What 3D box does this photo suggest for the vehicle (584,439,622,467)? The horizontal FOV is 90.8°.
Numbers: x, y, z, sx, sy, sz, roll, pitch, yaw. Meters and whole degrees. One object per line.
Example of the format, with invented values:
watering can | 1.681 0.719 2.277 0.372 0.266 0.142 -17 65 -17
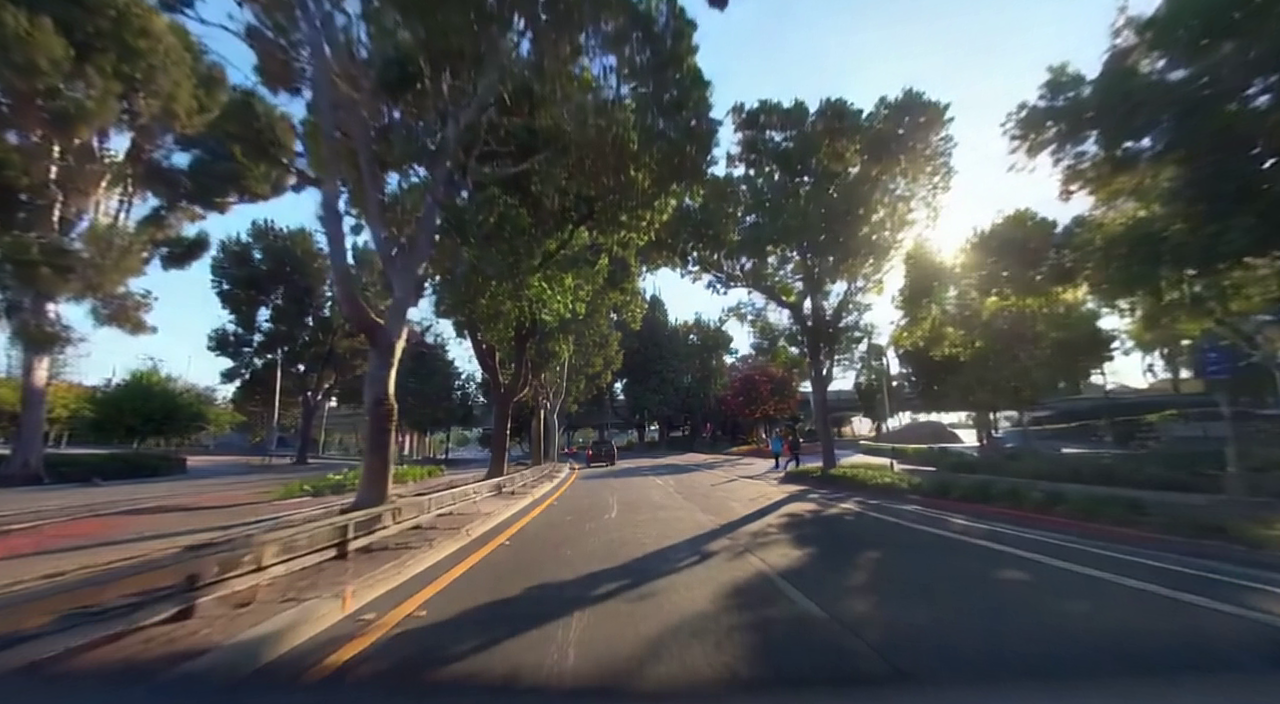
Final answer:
vehicle | -2.504 6.660 41.776 2.184 1.713 4.231 1 -9 -7
